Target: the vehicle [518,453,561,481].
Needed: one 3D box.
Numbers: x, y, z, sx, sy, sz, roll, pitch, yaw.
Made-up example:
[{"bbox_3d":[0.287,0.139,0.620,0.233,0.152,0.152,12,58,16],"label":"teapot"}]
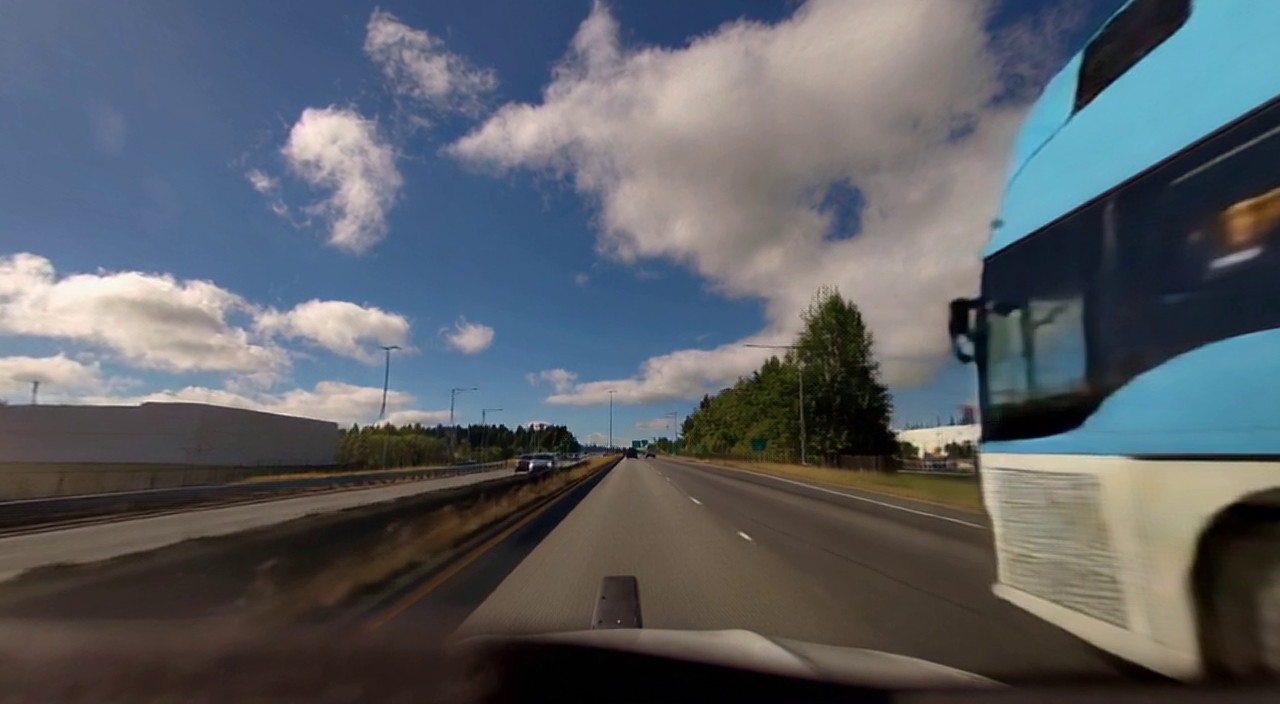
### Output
[{"bbox_3d":[-6.068,6.995,38.422,1.918,1.590,4.225,-1,-9,0],"label":"vehicle"}]
